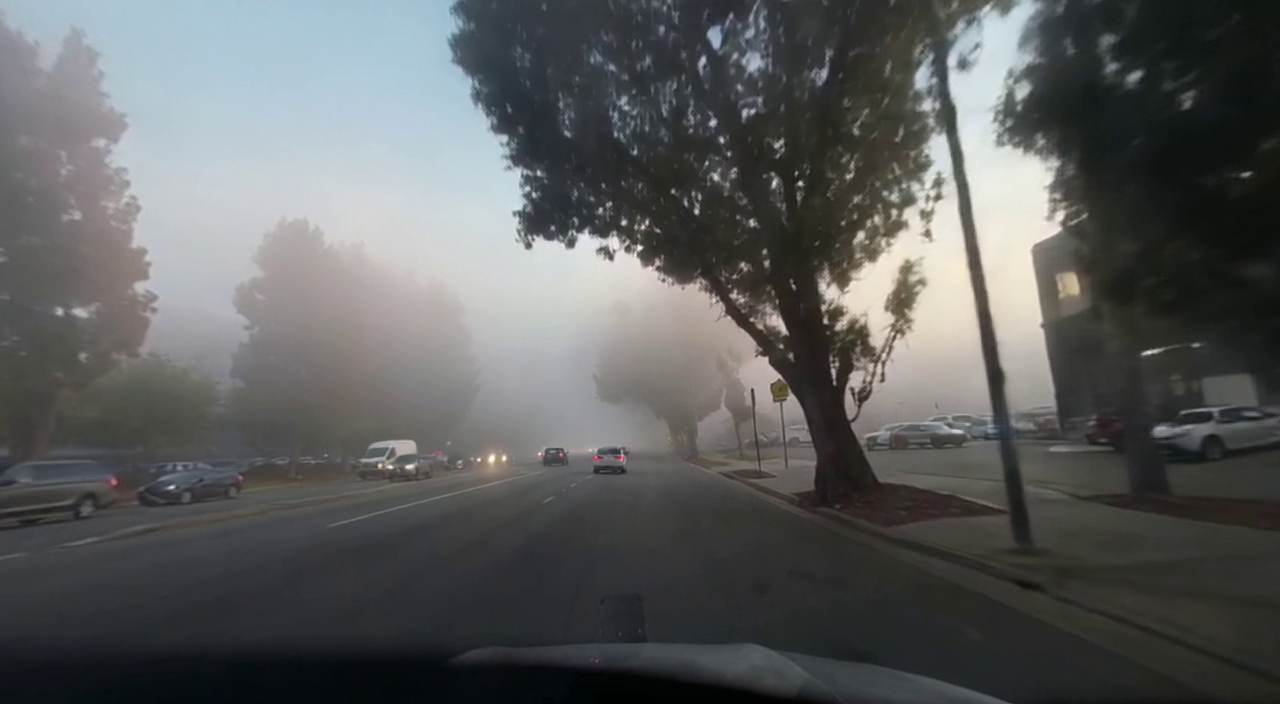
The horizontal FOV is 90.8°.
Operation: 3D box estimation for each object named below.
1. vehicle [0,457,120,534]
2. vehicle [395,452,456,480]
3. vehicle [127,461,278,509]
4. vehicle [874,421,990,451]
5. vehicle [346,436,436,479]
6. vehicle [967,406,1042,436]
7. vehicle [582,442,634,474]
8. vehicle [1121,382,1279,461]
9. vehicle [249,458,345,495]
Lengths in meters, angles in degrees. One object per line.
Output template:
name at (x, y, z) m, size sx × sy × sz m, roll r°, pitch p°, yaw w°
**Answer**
vehicle at (-16.463, 3.652, 16.240) m, size 2.073 × 1.749 × 4.770 m, roll 0°, pitch -8°, yaw 0°
vehicle at (-12.470, 6.631, 37.068) m, size 2.013 × 1.498 × 4.474 m, roll 0°, pitch -8°, yaw 0°
vehicle at (-16.434, 5.009, 24.162) m, size 2.162 × 1.480 × 5.017 m, roll 0°, pitch -8°, yaw 1°
vehicle at (14.371, 4.180, 31.275) m, size 4.739 × 1.424 × 1.936 m, roll 0°, pitch -8°, yaw 1°
vehicle at (-16.672, 7.113, 42.958) m, size 2.599 × 2.675 × 7.177 m, roll -1°, pitch -8°, yaw 6°
vehicle at (24.217, 4.649, 42.230) m, size 2.179 × 1.825 × 5.335 m, roll -2°, pitch -7°, yaw 4°
vehicle at (-1.551, 5.431, 32.548) m, size 2.235 × 1.500 × 4.420 m, roll -1°, pitch -8°, yaw 3°
vehicle at (14.356, 1.528, 14.790) m, size 4.431 × 1.456 × 1.977 m, roll -7°, pitch -10°, yaw -1°
vehicle at (-16.327, 5.928, 30.386) m, size 2.024 × 1.531 × 4.580 m, roll 0°, pitch -8°, yaw 0°
